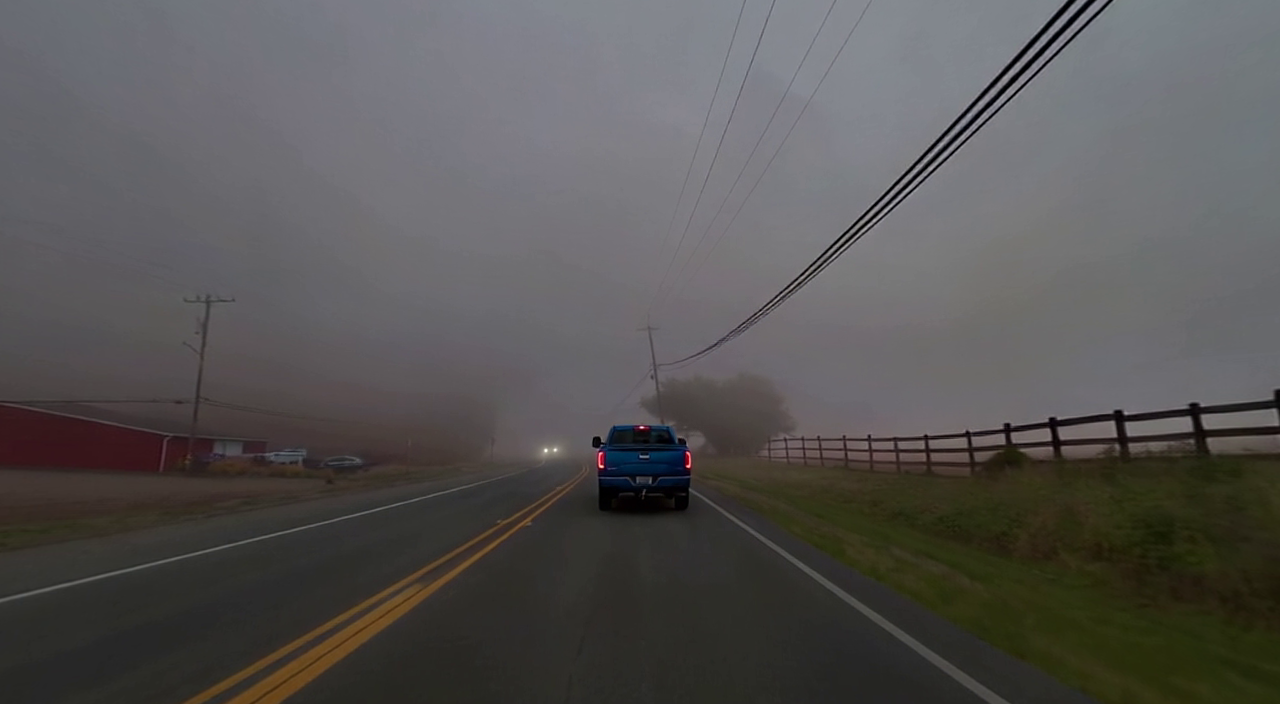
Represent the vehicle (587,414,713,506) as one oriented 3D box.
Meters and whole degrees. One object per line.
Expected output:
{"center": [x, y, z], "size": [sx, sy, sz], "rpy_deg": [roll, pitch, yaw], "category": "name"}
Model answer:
{"center": [0.103, 2.789, 16.793], "size": [2.693, 1.941, 6.356], "rpy_deg": [0, -8, -2], "category": "vehicle"}
